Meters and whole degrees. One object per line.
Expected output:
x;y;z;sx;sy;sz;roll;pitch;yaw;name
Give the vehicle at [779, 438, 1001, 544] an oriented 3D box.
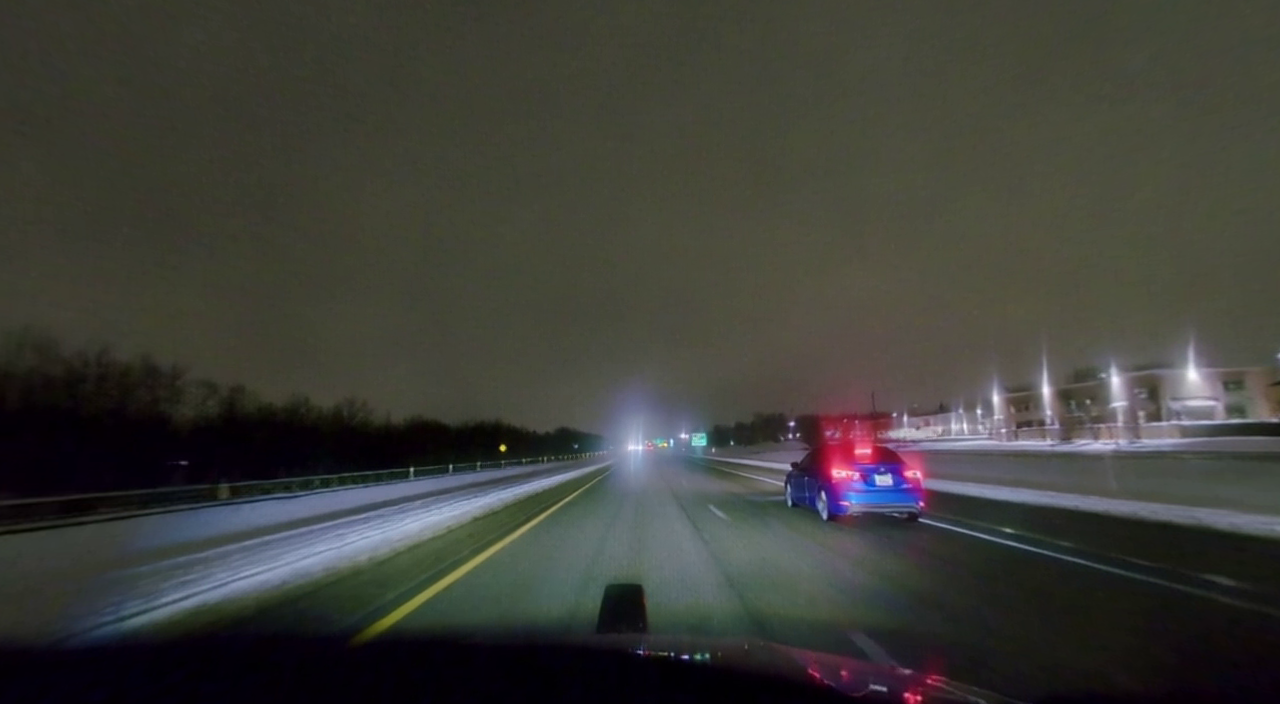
4.145;2.369;11.537;2.053;1.490;4.799;0;-8;0;vehicle
